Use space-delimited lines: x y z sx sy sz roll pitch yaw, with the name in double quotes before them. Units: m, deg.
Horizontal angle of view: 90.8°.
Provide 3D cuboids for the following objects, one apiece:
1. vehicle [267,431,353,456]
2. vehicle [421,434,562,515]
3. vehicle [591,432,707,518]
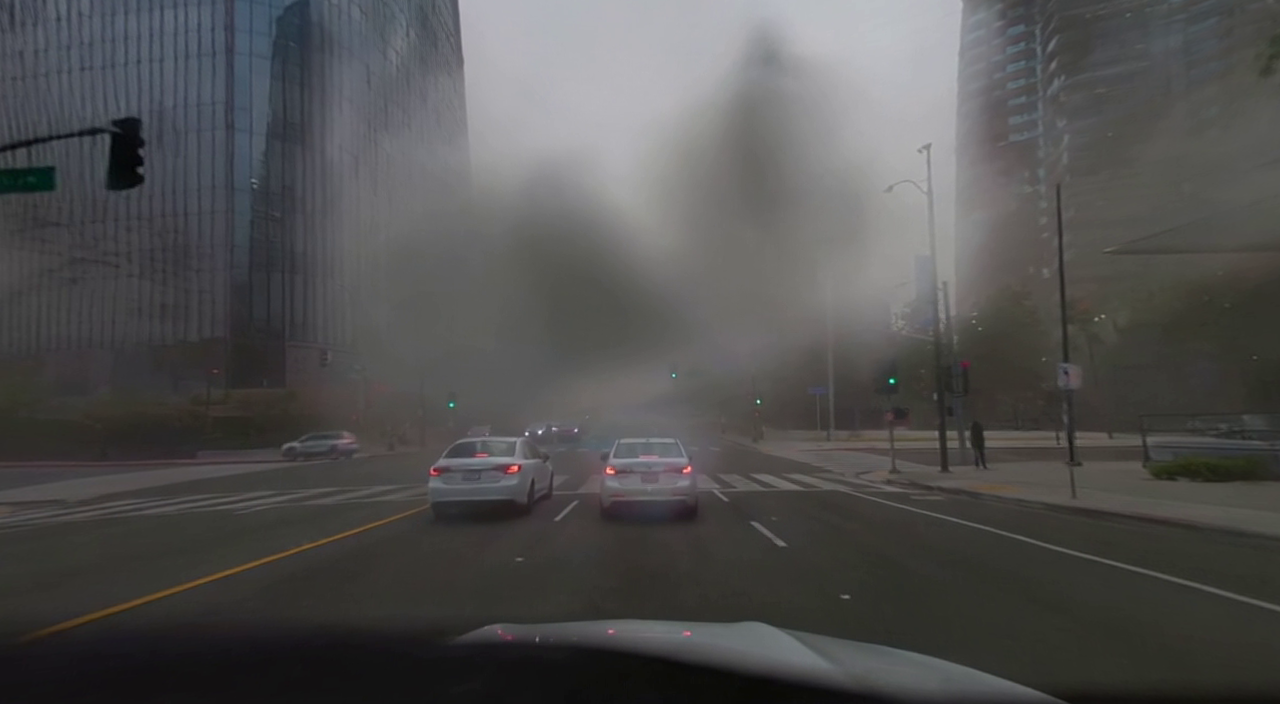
"vehicle" -21.337 5.960 41.075 4.533 1.520 1.887 2 -9 -13
"vehicle" -3.017 2.596 13.977 1.995 1.479 4.627 0 -8 0
"vehicle" 0.129 2.417 12.940 2.016 1.478 3.795 0 -8 -1
